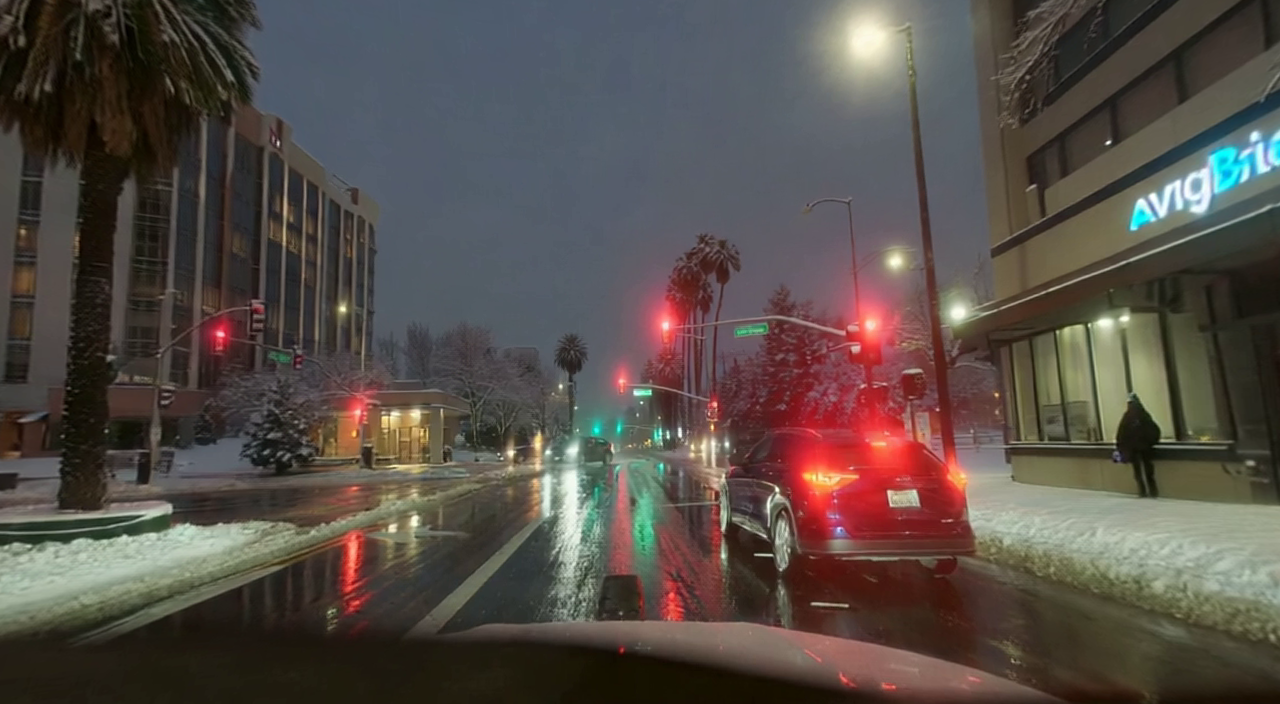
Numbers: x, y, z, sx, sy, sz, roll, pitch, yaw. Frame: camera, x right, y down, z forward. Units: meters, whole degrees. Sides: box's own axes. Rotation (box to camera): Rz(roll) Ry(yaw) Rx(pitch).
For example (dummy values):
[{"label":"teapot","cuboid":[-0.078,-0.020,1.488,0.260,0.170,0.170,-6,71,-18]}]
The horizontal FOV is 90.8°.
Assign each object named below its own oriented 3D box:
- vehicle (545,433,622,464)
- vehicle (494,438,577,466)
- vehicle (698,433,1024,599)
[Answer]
[{"label":"vehicle","cuboid":[-2.870,5.059,33.309,2.052,1.478,4.395,-4,-9,26]},{"label":"vehicle","cuboid":[-5.949,5.773,36.540,1.896,1.492,4.808,-6,-10,34]},{"label":"vehicle","cuboid":[2.253,1.822,8.140,2.090,1.466,4.676,1,-8,-6]}]
